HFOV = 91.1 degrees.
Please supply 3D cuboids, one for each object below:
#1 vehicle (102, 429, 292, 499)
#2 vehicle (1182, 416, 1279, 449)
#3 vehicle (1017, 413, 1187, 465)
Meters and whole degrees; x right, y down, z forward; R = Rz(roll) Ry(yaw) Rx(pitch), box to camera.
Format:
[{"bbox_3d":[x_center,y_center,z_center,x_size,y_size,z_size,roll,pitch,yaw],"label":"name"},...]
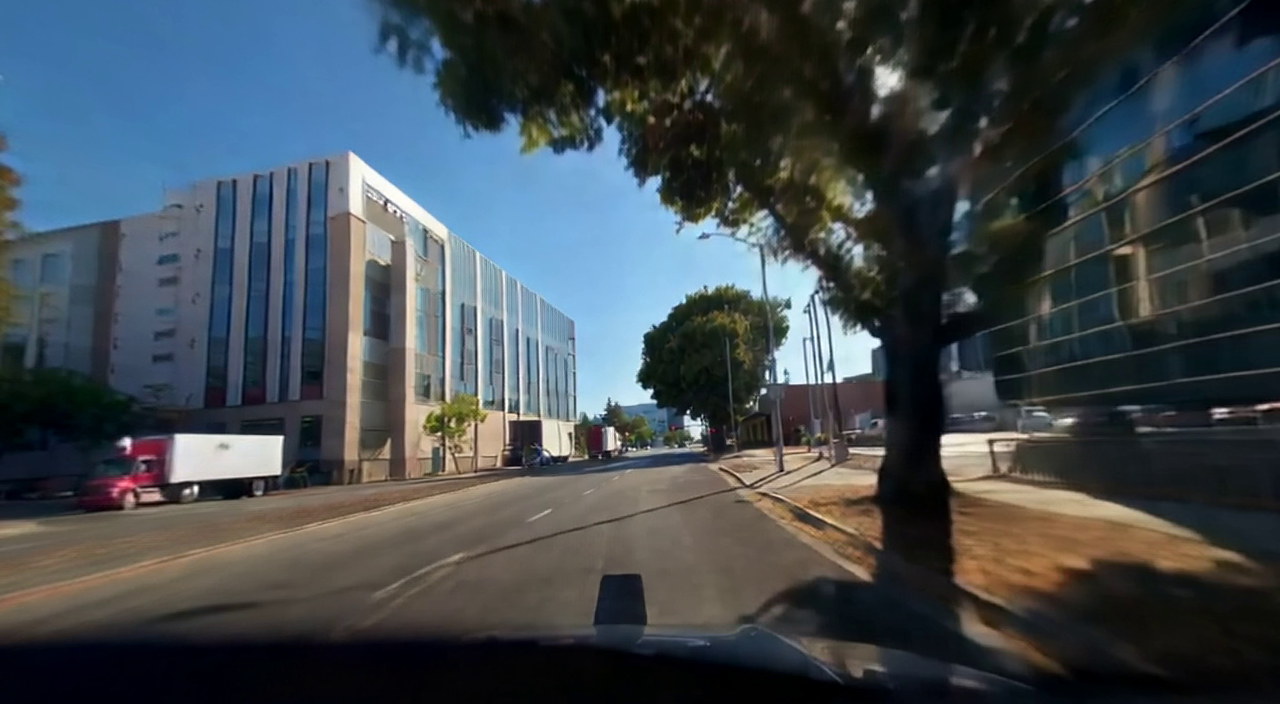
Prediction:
[{"bbox_3d":[-19.749,4.952,28.662,2.166,2.698,7.006,-7,-9,20],"label":"vehicle"},{"bbox_3d":[27.120,3.646,28.308,3.531,1.414,1.906,-1,-9,5],"label":"vehicle"},{"bbox_3d":[14.927,2.850,20.499,3.997,1.579,1.799,-1,-9,3],"label":"vehicle"}]
